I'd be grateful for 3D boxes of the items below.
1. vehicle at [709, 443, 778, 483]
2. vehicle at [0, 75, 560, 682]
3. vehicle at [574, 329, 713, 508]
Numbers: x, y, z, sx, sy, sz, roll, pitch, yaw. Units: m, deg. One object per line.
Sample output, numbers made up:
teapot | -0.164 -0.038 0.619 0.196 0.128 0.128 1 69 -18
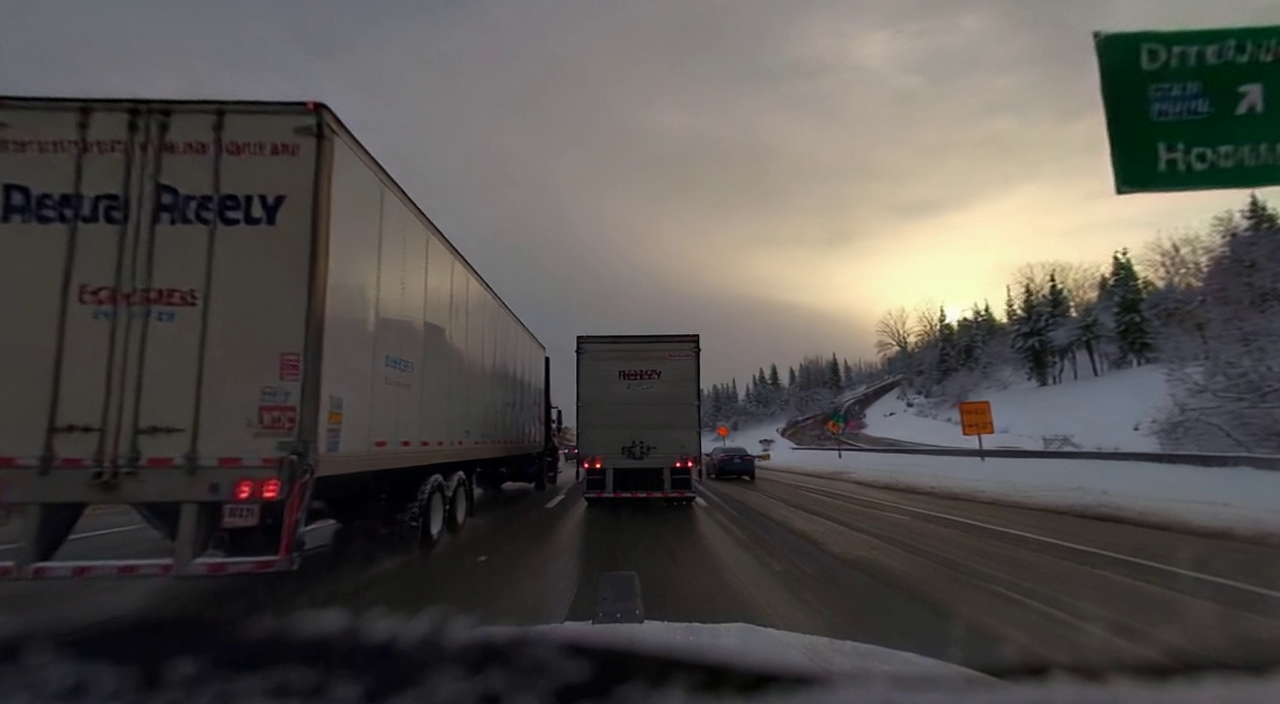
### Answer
vehicle | 4.094 4.467 25.682 2.010 1.446 4.579 0 -9 0
vehicle | -3.979 1.225 12.149 2.873 4.107 15.970 0 -9 0
vehicle | 0.029 2.125 18.416 2.910 3.828 9.805 0 -9 0
